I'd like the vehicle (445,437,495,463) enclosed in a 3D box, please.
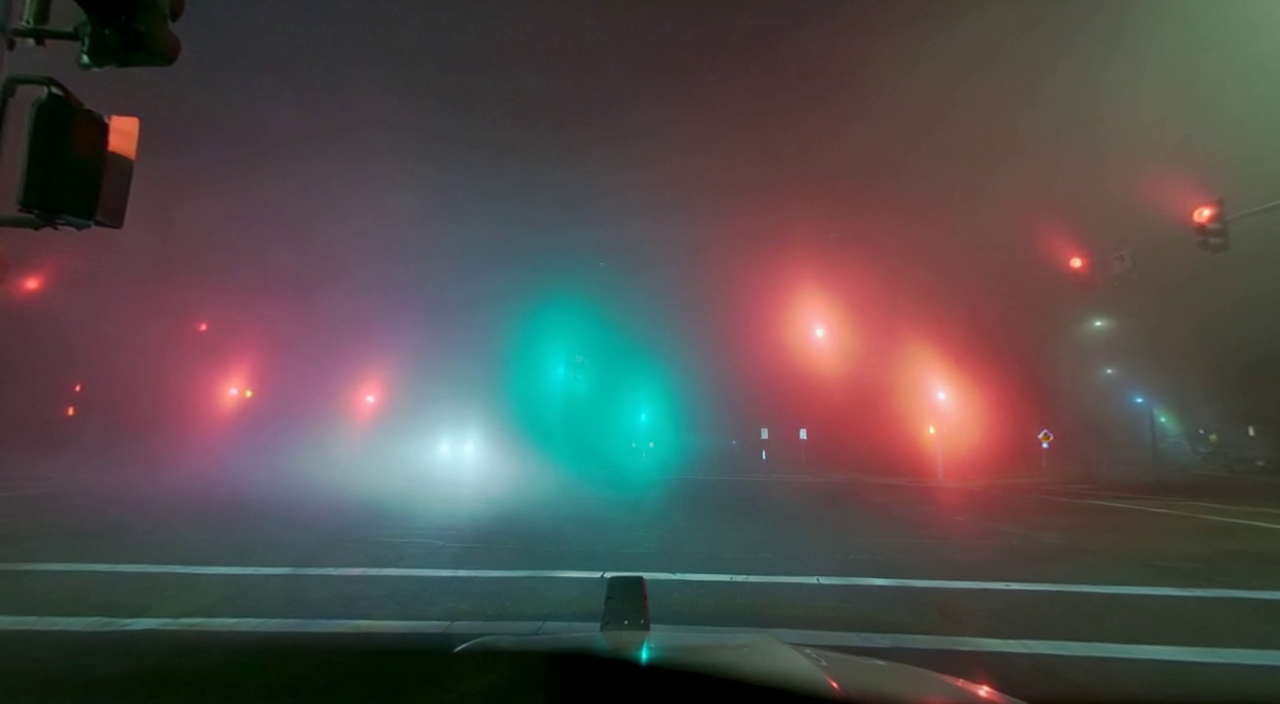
[{"bbox_3d":[-12.581,7.286,46.970,2.238,1.827,5.007,0,-8,1],"label":"vehicle"}]
